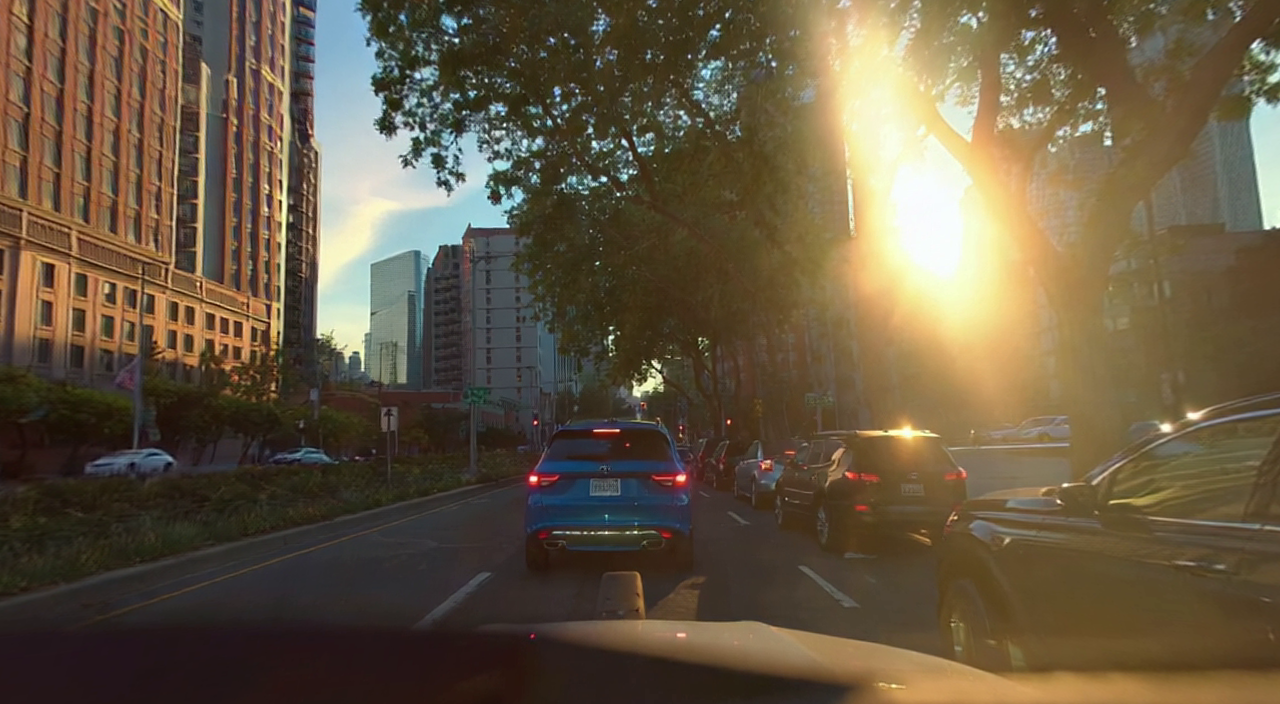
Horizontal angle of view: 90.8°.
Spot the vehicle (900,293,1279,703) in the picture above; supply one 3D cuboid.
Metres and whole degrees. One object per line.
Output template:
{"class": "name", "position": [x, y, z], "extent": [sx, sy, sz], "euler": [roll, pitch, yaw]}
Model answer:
{"class": "vehicle", "position": [2.997, 0.751, 2.253], "extent": [2.063, 1.760, 4.664], "euler": [0, -9, -1]}

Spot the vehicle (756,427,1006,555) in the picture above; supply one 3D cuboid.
{"class": "vehicle", "position": [3.280, 1.989, 9.820], "extent": [1.941, 1.482, 4.632], "euler": [0, -9, -2]}

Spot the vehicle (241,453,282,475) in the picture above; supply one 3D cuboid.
{"class": "vehicle", "position": [-27.499, 8.111, 46.045], "extent": [1.960, 1.459, 4.699], "euler": [4, -9, -24]}

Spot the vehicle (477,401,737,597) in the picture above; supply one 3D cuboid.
{"class": "vehicle", "position": [-0.337, 1.582, 7.614], "extent": [2.249, 1.684, 4.084], "euler": [0, -9, -1]}

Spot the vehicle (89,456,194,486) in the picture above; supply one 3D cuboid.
{"class": "vehicle", "position": [-27.558, 6.562, 35.159], "extent": [1.967, 1.428, 4.832], "euler": [0, -9, -1]}
